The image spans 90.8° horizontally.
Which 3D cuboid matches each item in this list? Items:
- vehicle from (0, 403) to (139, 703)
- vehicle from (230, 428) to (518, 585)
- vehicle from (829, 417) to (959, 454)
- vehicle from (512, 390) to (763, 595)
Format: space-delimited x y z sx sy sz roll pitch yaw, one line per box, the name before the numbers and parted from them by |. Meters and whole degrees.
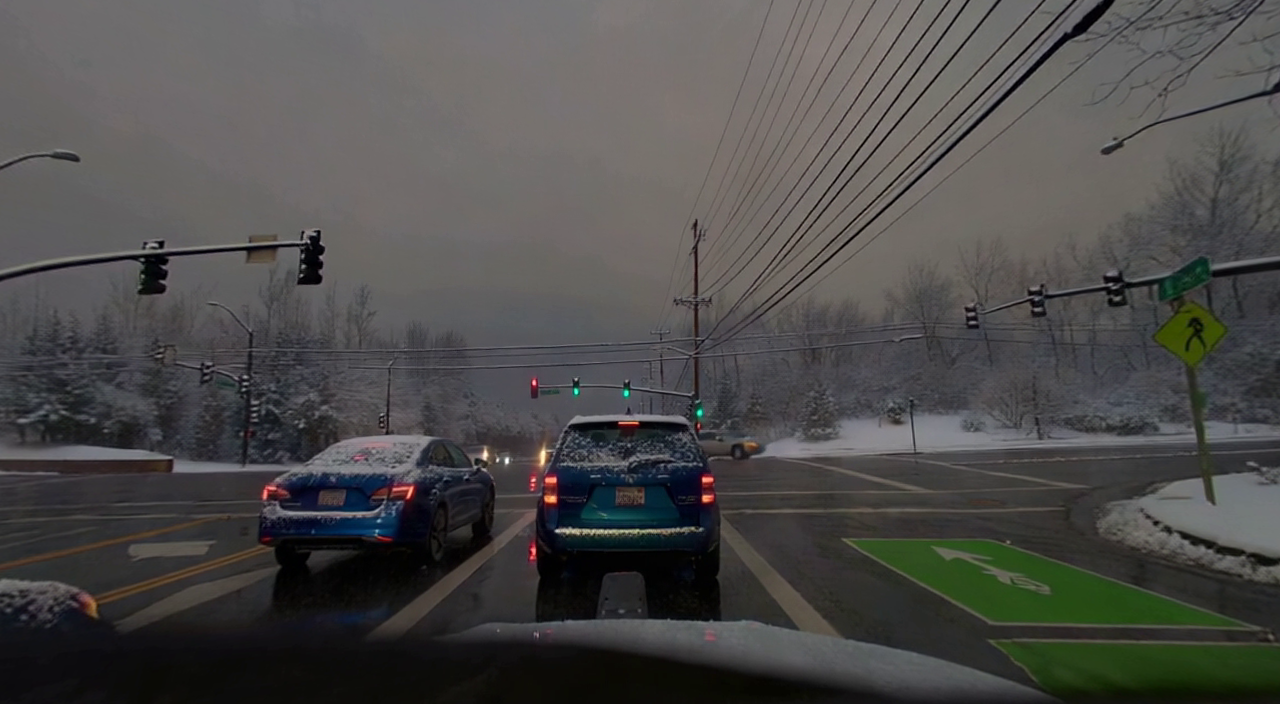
vehicle | -3.352 0.663 0.446 1.928 1.488 4.936 0 -8 0
vehicle | -2.929 1.767 8.003 1.969 1.486 3.702 0 -8 1
vehicle | 13.856 4.608 34.821 6.143 1.944 2.229 -1 -8 5
vehicle | -0.053 1.522 7.617 2.182 1.773 4.041 0 -8 -1
